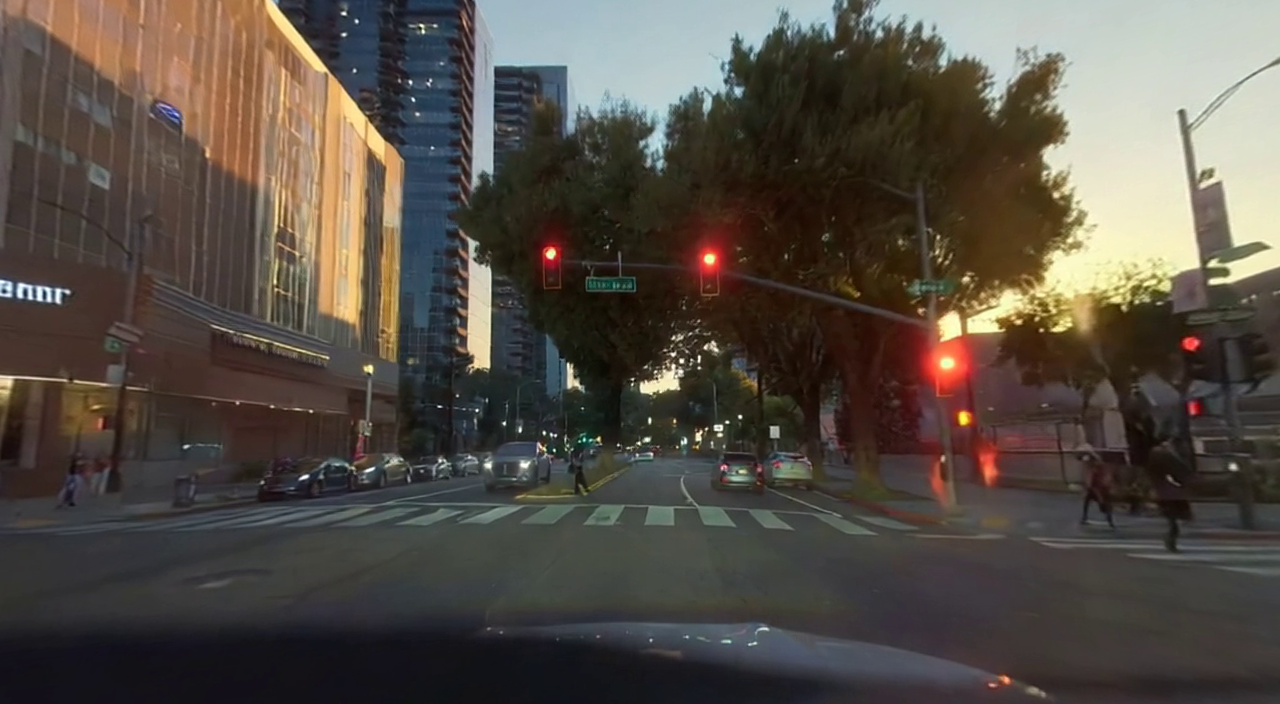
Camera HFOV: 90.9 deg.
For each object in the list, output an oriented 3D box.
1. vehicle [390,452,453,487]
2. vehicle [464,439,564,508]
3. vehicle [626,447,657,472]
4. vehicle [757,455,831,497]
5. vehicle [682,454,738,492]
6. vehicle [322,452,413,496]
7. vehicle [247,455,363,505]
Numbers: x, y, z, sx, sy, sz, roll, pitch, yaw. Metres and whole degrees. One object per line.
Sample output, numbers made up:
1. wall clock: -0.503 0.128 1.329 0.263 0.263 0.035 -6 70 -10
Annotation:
1. vehicle: -12.064 6.484 35.097 1.854 1.727 4.426 0 -8 1
2. vehicle: -3.750 3.661 19.693 2.176 1.804 4.740 -2 -8 0
3. vehicle: 0.127 8.023 47.143 2.165 1.749 4.078 0 -8 1
4. vehicle: 6.154 4.994 25.799 1.882 1.479 4.652 0 -8 0
5. vehicle: 2.906 5.081 26.793 1.919 1.371 3.583 2 -8 0
6. vehicle: -12.360 5.515 28.938 1.938 1.729 4.628 -2 -9 3
7. vehicle: -12.566 4.796 24.015 2.118 1.644 4.188 0 -8 -1
